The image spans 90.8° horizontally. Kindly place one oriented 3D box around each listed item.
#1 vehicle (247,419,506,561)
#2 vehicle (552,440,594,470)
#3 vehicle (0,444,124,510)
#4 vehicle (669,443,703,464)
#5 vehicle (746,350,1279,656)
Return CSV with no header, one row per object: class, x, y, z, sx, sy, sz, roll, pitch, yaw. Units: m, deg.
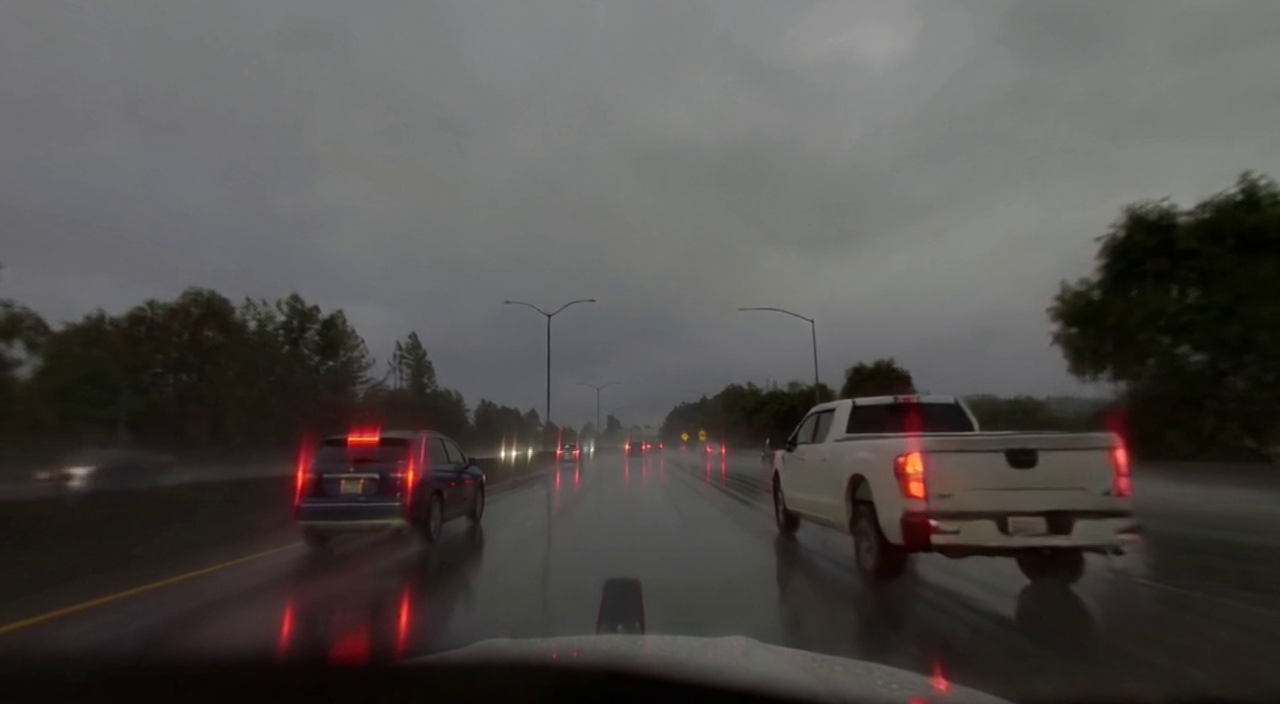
vehicle,-3.585,1.962,9.724,2.119,1.654,4.353,0,-8,0
vehicle,-3.917,6.122,37.655,1.992,1.651,4.185,0,-8,0
vehicle,-16.070,3.169,16.314,1.937,1.535,4.223,0,-8,-1
vehicle,3.305,7.413,46.226,2.007,1.469,4.337,0,-8,-1
vehicle,2.764,1.329,6.772,2.200,1.870,5.649,0,-8,-1
